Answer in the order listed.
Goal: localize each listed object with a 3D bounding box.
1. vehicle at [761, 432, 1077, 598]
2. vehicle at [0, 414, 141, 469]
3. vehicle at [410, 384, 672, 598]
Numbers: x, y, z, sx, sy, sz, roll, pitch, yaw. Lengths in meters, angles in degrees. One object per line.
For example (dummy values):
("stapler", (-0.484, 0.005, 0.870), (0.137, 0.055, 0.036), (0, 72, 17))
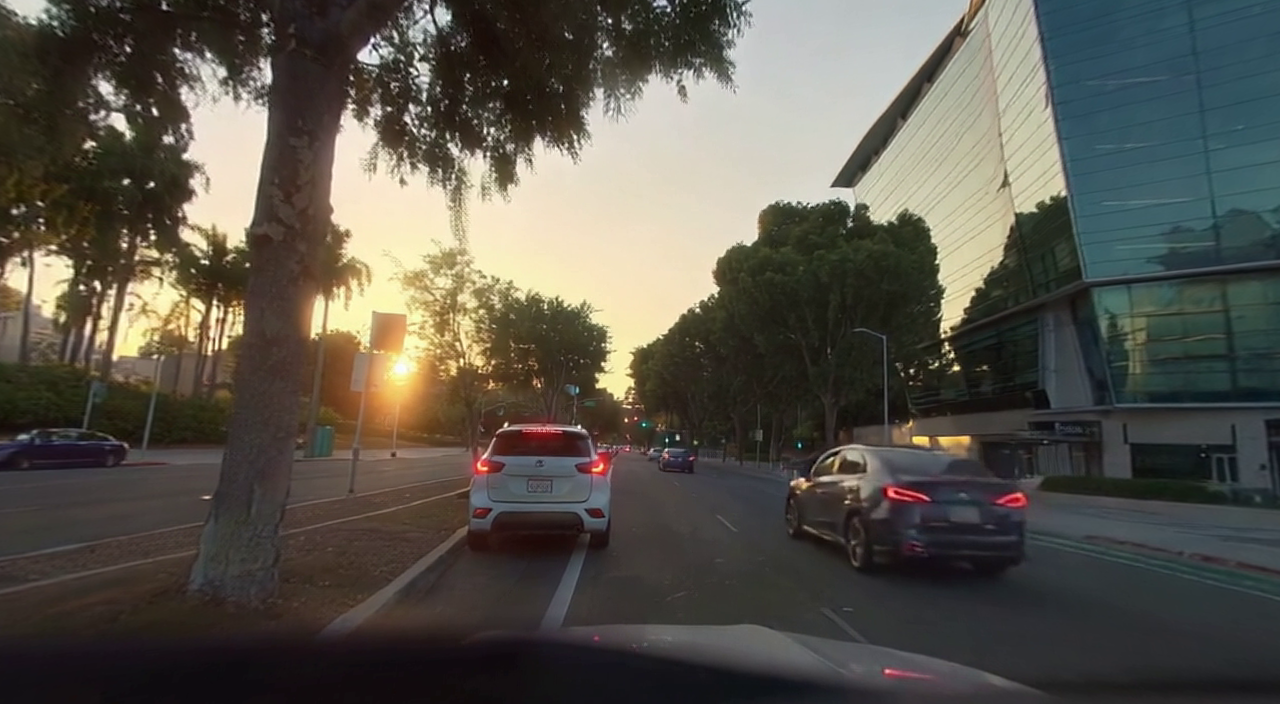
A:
("vehicle", (3.440, 2.069, 9.058), (2.205, 1.537, 4.895), (5, -9, -1))
("vehicle", (-19.011, 2.905, 20.238), (1.911, 1.542, 4.748), (0, -8, 0))
("vehicle", (-1.218, 1.569, 8.029), (2.275, 1.819, 4.883), (1, -9, -9))
